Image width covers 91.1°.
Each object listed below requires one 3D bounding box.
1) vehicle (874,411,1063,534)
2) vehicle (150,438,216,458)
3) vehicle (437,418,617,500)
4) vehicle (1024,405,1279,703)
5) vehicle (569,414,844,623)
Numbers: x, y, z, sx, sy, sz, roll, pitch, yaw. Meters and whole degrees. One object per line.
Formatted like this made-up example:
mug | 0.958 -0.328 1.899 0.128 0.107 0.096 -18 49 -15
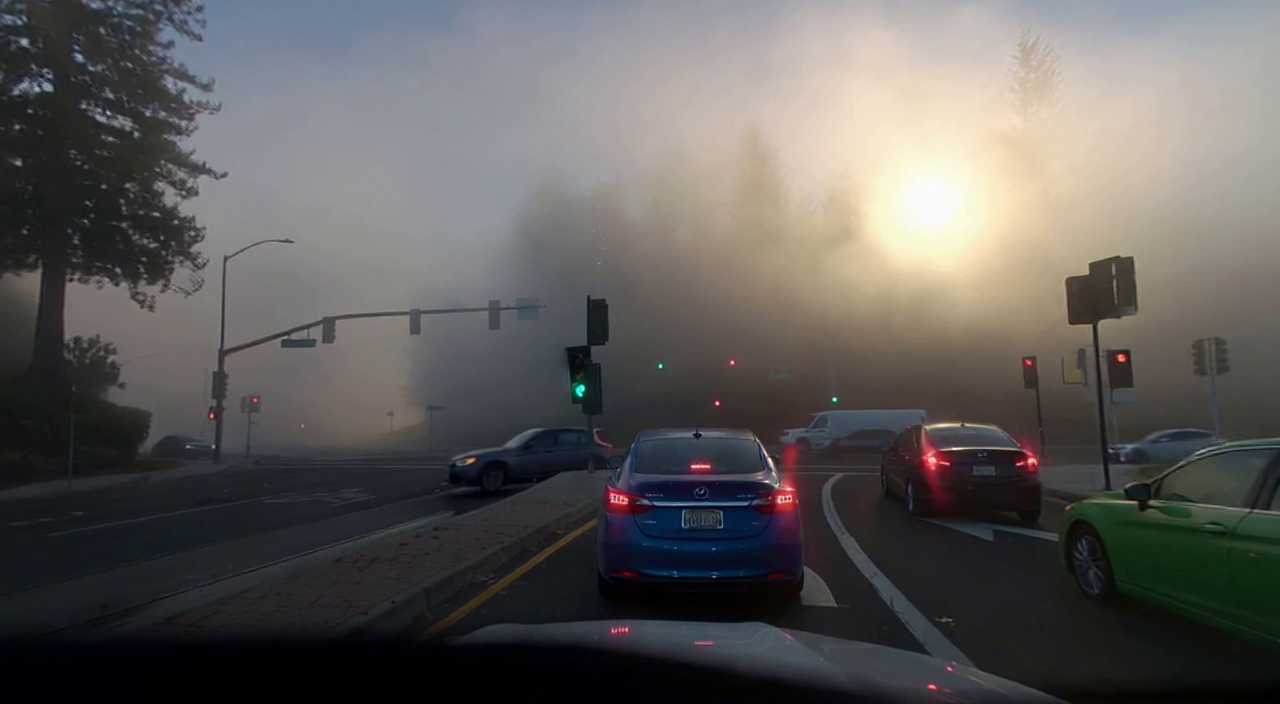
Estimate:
vehicle | 5.532 2.044 11.282 2.102 1.717 4.373 -2 -9 16
vehicle | -35.380 7.440 48.637 1.652 1.433 3.733 -7 -11 40
vehicle | -2.408 2.455 14.813 1.918 1.589 4.556 -4 -9 24
vehicle | 4.244 1.057 3.358 1.954 1.508 4.441 -1 -8 6
vehicle | 0.854 1.500 6.683 2.052 1.483 3.928 -2 -8 12
